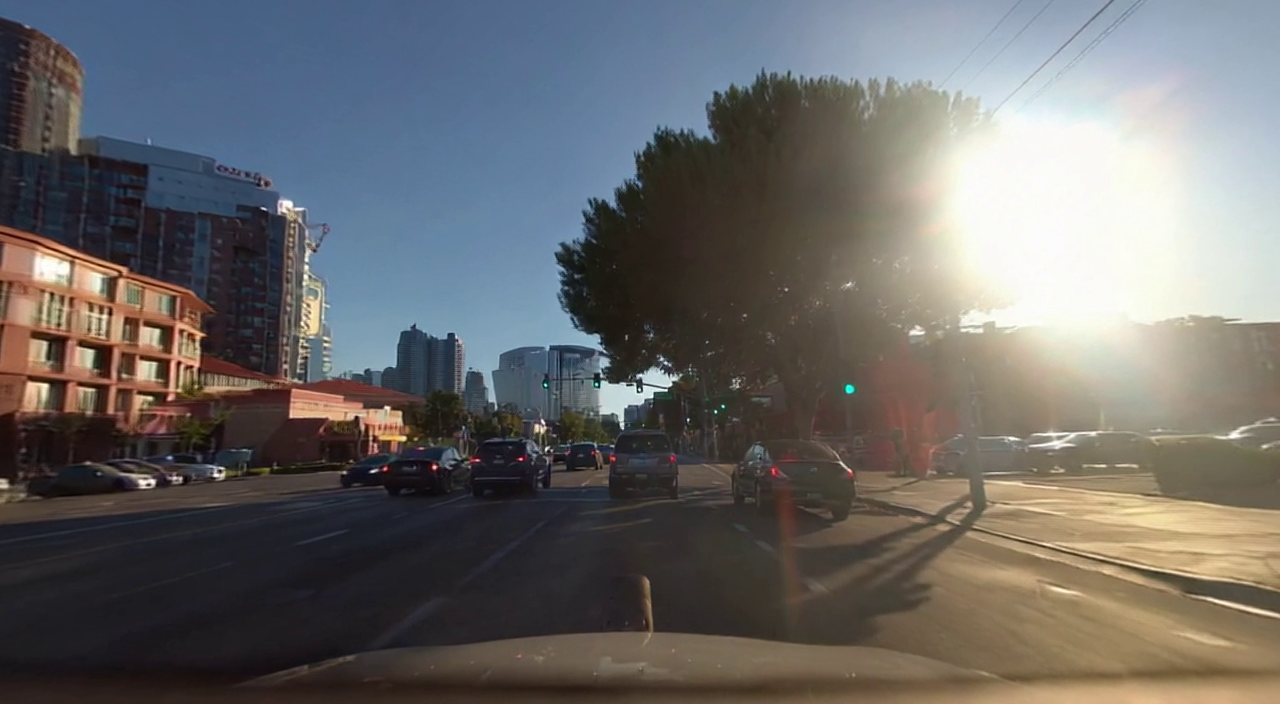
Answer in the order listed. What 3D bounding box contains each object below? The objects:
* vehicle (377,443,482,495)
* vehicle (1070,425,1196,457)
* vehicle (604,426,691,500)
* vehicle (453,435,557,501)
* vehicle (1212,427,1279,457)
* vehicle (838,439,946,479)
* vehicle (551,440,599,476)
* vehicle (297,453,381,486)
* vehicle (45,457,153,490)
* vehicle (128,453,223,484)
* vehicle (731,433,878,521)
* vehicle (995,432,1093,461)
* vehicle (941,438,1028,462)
[{"bbox_3d":[-6.632,3.704,20.361,1.852,1.495,4.211,0,-9,1],"label":"vehicle"},{"bbox_3d":[29.751,5.425,38.200,5.516,1.780,2.064,-2,-10,9],"label":"vehicle"},{"bbox_3d":[0.213,2.969,17.246,2.075,1.770,4.018,0,-8,1],"label":"vehicle"},{"bbox_3d":[-3.642,3.205,17.827,1.886,1.599,4.247,0,-8,1],"label":"vehicle"},{"bbox_3d":[36.973,5.258,36.939,4.409,1.696,2.180,-2,-9,13],"label":"vehicle"},{"bbox_3d":[10.211,4.279,25.420,4.566,1.457,1.986,7,-11,-39],"label":"vehicle"},{"bbox_3d":[-3.151,5.250,31.360,1.894,1.642,3.861,0,-8,1],"label":"vehicle"},{"bbox_3d":[-14.767,5.762,31.223,1.857,1.440,4.499,0,-9,1],"label":"vehicle"},{"bbox_3d":[-29.740,6.639,34.712,4.337,1.690,1.875,-1,-9,5],"label":"vehicle"},{"bbox_3d":[-27.683,6.934,37.658,4.221,1.703,1.930,-1,-9,4],"label":"vehicle"},{"bbox_3d":[3.151,2.477,13.076,2.030,1.492,4.383,0,-9,2],"label":"vehicle"},{"bbox_3d":[23.086,5.425,36.159,4.236,1.617,1.832,-1,-9,10],"label":"vehicle"},{"bbox_3d":[21.511,6.154,39.502,4.315,1.461,1.803,-1,-9,6],"label":"vehicle"}]
